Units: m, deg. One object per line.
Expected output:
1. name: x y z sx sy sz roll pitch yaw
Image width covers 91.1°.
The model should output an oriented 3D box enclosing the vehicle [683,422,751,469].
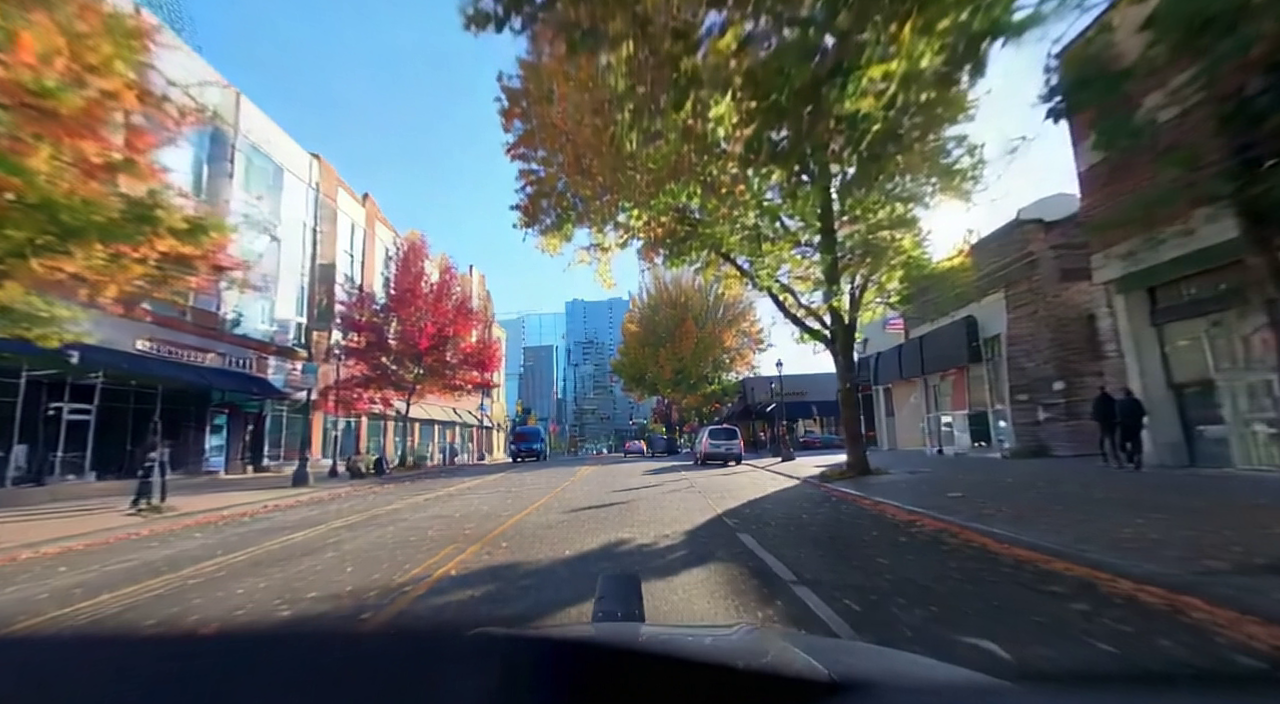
1. vehicle: 3.444 4.276 29.122 2.357 1.986 5.136 0 -7 -1
